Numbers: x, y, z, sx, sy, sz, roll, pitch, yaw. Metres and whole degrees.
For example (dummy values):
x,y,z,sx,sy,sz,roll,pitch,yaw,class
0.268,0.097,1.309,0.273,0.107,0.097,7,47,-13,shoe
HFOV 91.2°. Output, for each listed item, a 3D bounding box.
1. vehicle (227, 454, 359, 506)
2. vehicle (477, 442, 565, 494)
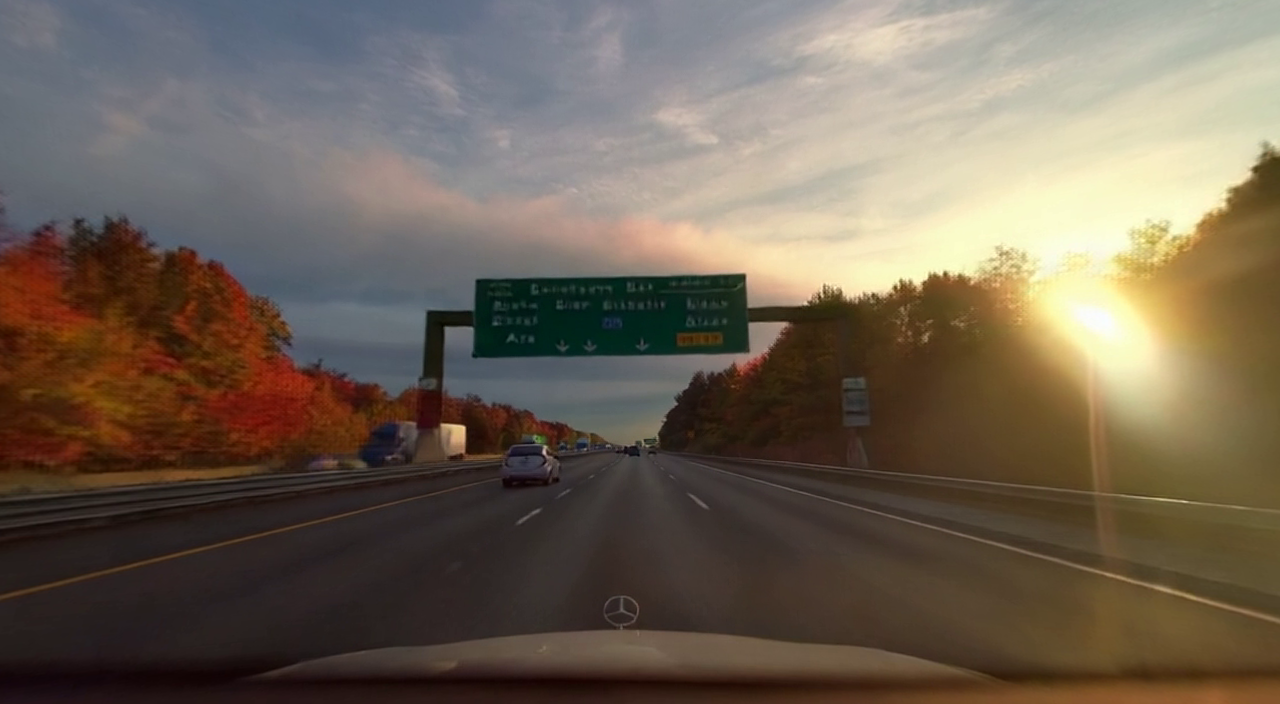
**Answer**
x,y,z,sx,sy,sz,roll,pitch,yaw,class
-11.203,4.124,20.661,1.856,1.463,4.336,0,-9,0,vehicle
-3.995,3.995,21.967,2.153,1.577,4.707,0,-9,0,vehicle
